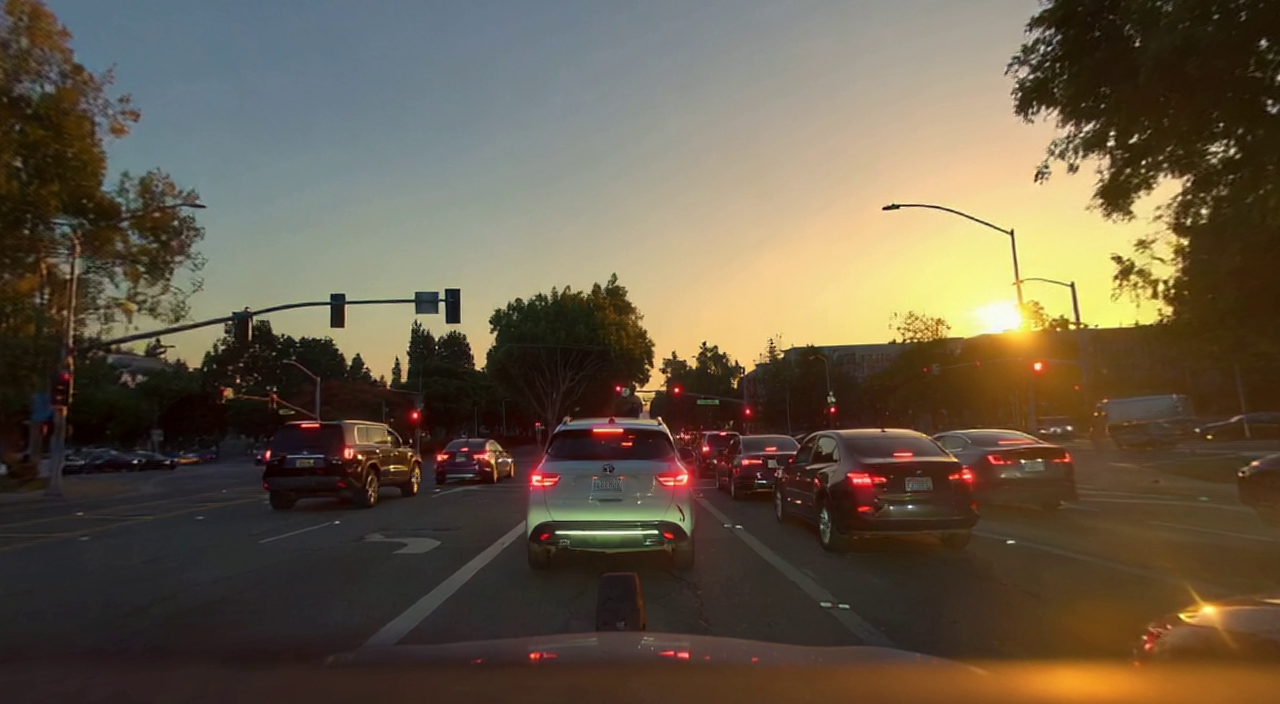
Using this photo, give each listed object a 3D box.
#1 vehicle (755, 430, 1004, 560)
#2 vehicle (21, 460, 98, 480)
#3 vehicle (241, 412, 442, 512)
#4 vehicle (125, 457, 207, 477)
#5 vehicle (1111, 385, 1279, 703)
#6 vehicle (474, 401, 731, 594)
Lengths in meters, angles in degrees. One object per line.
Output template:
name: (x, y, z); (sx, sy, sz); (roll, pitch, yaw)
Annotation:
vehicle: (3.157, 1.972, 9.493); (1.971, 1.473, 4.495); (0, -8, 0)
vehicle: (-45.652, 9.268, 49.421); (4.232, 1.498, 1.791); (0, -8, 1)
vehicle: (-6.720, 2.555, 15.011); (2.214, 1.953, 5.017); (0, -8, 1)
vehicle: (-37.305, 9.048, 49.493); (4.914, 1.487, 1.850); (0, -8, 0)
vehicle: (3.305, 0.672, 0.838); (1.980, 1.515, 4.362); (0, -8, 1)
vehicle: (-0.316, 1.586, 7.641); (2.256, 1.694, 4.055); (0, -8, 0)
